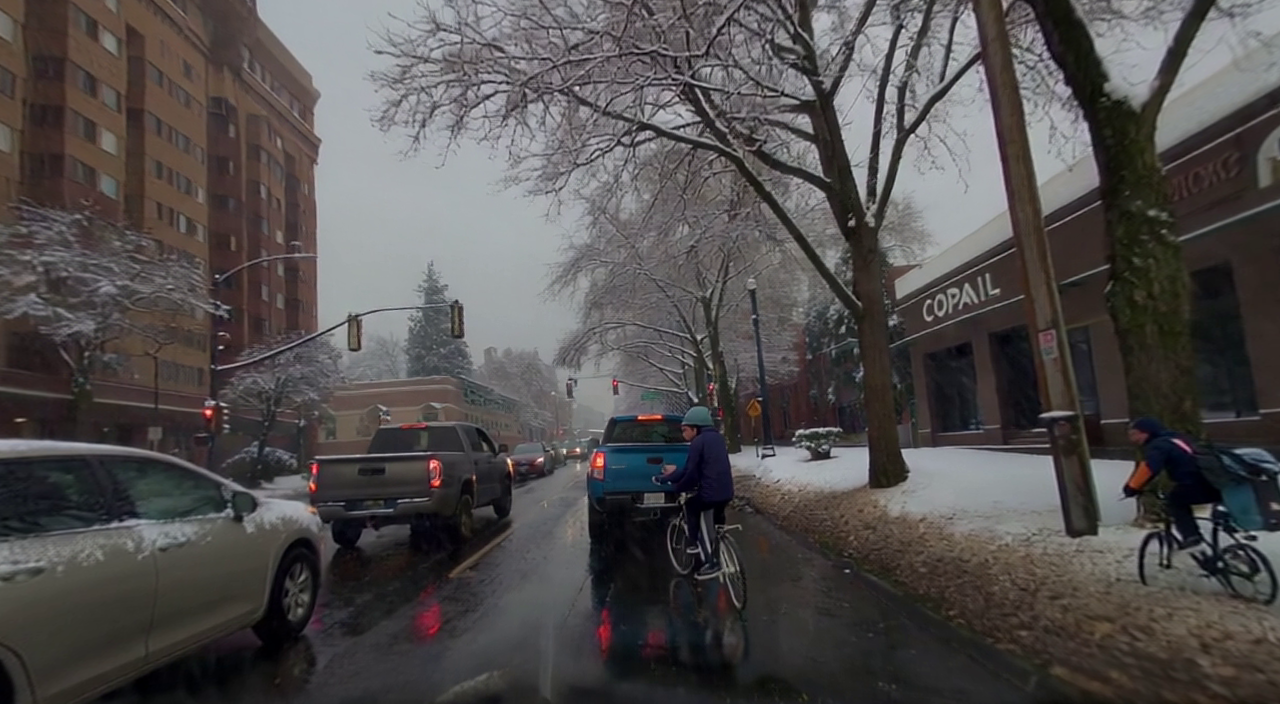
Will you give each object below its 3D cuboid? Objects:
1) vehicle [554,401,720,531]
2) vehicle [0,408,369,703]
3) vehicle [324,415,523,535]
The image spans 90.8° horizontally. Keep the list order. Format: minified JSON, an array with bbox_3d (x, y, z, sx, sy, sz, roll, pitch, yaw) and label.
[{"bbox_3d":[-0.099,2.051,11.844,2.426,1.882,5.027,0,-9,-1],"label":"vehicle"},{"bbox_3d":[-3.562,1.154,3.685,2.064,1.486,4.140,0,-9,1],"label":"vehicle"},{"bbox_3d":[-3.616,2.164,11.632,2.046,1.750,4.452,0,-9,0],"label":"vehicle"}]
